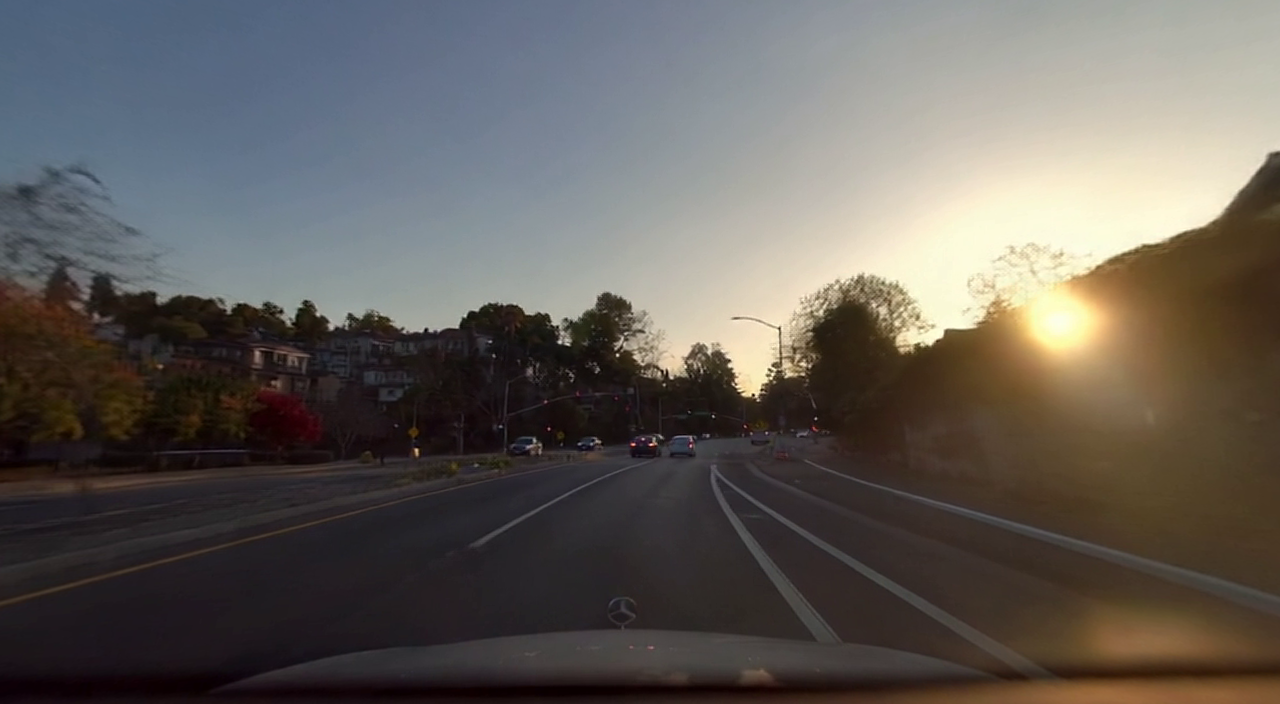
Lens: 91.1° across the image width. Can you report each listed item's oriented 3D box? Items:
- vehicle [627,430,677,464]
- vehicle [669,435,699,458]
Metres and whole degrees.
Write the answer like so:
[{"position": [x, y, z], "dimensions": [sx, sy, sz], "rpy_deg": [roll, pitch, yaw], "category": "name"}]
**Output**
[{"position": [0.738, 5.446, 36.093], "dimensions": [2.152, 1.822, 4.391], "rpy_deg": [-2, -9, 11], "category": "vehicle"}, {"position": [3.362, 7.139, 47.325], "dimensions": [2.024, 1.655, 4.301], "rpy_deg": [-1, -9, 6], "category": "vehicle"}]
